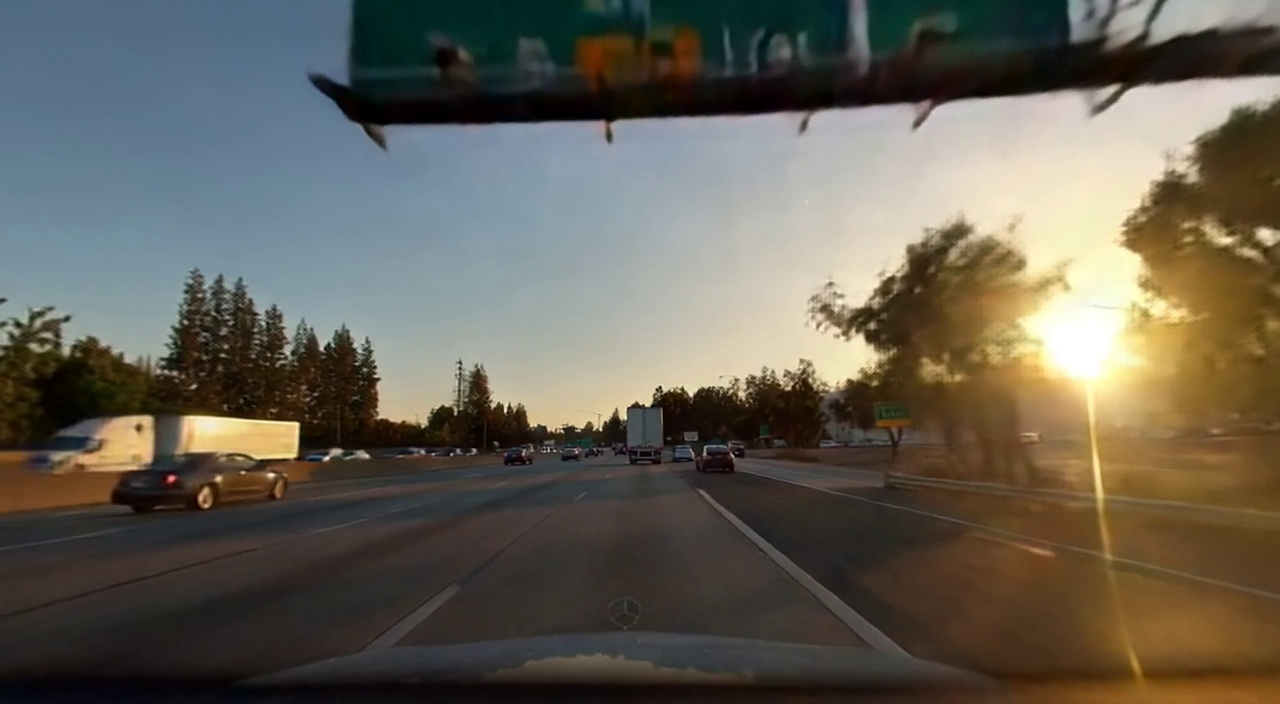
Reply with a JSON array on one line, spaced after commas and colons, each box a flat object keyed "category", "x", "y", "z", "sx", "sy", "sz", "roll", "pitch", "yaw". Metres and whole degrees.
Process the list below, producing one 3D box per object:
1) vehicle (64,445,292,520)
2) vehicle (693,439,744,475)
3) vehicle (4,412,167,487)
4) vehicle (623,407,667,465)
[{"category": "vehicle", "x": -10.814, "y": 3.045, "z": 15.299, "sx": 2.015, "sy": 1.521, "sz": 4.550, "roll": 0, "pitch": -9, "yaw": 1}, {"category": "vehicle", "x": 4.016, "y": 5.485, "z": 33.034, "sx": 2.107, "sy": 1.707, "sz": 4.445, "roll": 0, "pitch": -9, "yaw": 0}, {"category": "vehicle", "x": -31.124, "y": 5.533, "z": 35.835, "sx": 3.006, "sy": 3.815, "sz": 6.541, "roll": 0, "pitch": -9, "yaw": 1}, {"category": "vehicle", "x": 0.537, "y": 6.515, "z": 47.957, "sx": 3.012, "sy": 3.928, "sz": 10.262, "roll": 0, "pitch": -9, "yaw": 2}]
